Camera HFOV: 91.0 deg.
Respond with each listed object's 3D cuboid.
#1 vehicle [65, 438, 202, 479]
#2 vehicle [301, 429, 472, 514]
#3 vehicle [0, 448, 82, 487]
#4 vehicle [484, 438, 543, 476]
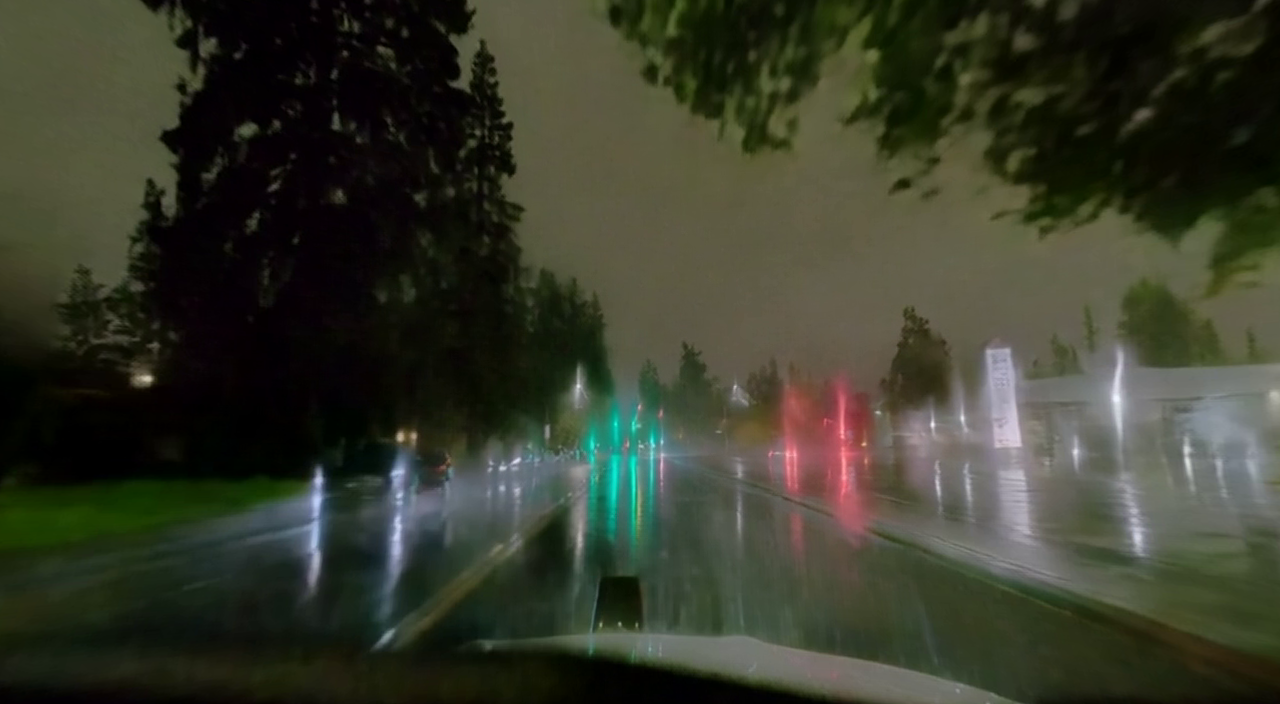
[{"bbox_3d":[-25.614,5.368,31.959,5.012,1.968,2.206,0,-8,0],"label":"vehicle"},{"bbox_3d":[-6.534,3.098,17.161,2.350,1.892,5.542,0,-8,0],"label":"vehicle"},{"bbox_3d":[-26.679,4.872,26.645,4.108,1.524,1.975,0,-8,-1],"label":"vehicle"},{"bbox_3d":[-6.604,5.524,33.525,2.020,1.842,5.116,1,-8,1],"label":"vehicle"}]
